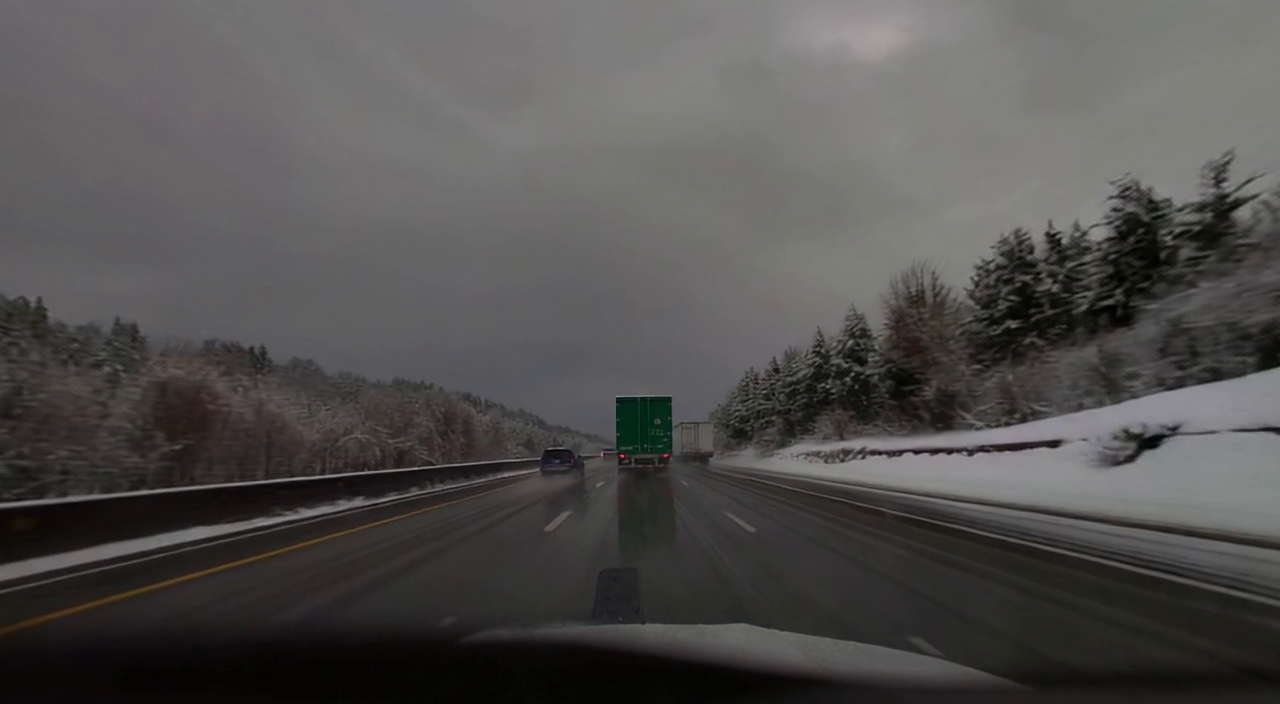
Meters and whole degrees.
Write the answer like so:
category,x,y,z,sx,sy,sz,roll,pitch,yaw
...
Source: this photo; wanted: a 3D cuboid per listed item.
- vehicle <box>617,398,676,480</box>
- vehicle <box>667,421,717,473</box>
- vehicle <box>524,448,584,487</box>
category,x,y,z,sx,sy,sz,roll,pitch,yaw
vehicle,0.242,5.178,36.976,2.932,4.042,11.054,0,-9,-1
vehicle,3.815,7.472,49.521,2.854,3.537,12.540,0,-9,0
vehicle,-3.564,4.858,26.872,2.050,1.517,3.996,0,-9,0
